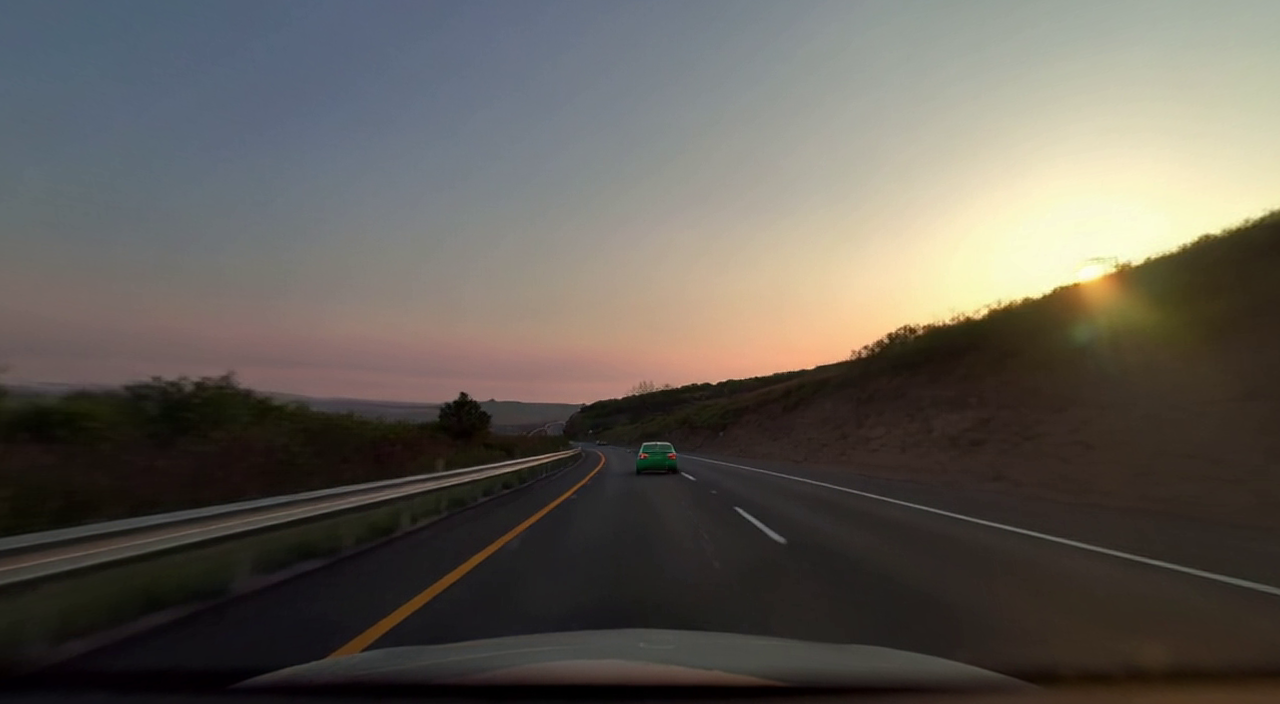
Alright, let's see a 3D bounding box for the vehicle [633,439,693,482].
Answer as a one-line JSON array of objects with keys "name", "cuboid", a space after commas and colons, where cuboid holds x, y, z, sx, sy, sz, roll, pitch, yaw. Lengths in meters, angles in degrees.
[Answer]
[{"name": "vehicle", "cuboid": [0.777, 4.110, 24.254, 2.029, 1.474, 4.183, 0, -8, -2]}]
